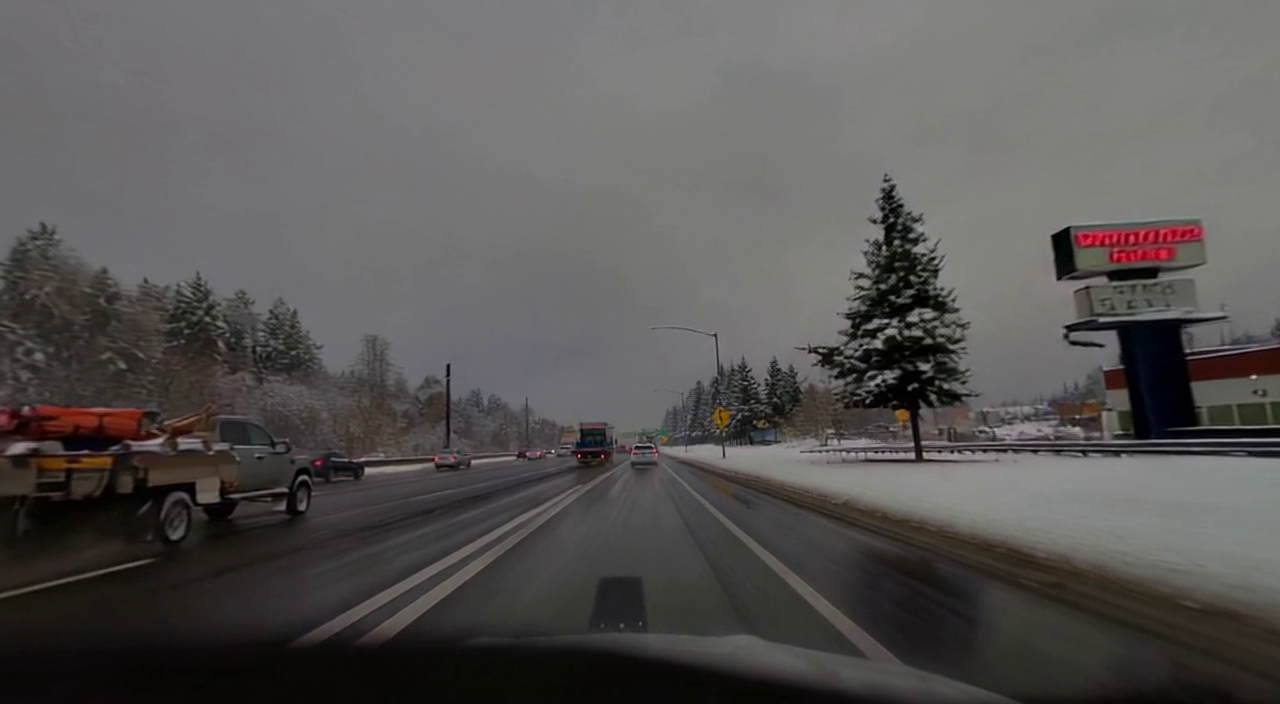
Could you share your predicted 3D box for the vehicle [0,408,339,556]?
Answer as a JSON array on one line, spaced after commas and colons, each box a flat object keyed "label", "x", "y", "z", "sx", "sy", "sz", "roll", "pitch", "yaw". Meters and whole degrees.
[{"label": "vehicle", "x": -7.518, "y": 2.066, "z": 10.774, "sx": 2.165, "sy": 1.903, "sz": 4.917, "roll": 0, "pitch": -8, "yaw": 2}]

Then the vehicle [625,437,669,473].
[{"label": "vehicle", "x": 0.354, "y": 5.627, "z": 34.644, "sx": 2.227, "sy": 1.794, "sz": 4.646, "roll": 0, "pitch": -8, "yaw": 0}]

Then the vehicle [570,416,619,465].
[{"label": "vehicle", "x": -3.333, "y": 6.864, "z": 48.584, "sx": 2.796, "sy": 3.426, "sz": 8.553, "roll": 0, "pitch": -8, "yaw": 2}]
